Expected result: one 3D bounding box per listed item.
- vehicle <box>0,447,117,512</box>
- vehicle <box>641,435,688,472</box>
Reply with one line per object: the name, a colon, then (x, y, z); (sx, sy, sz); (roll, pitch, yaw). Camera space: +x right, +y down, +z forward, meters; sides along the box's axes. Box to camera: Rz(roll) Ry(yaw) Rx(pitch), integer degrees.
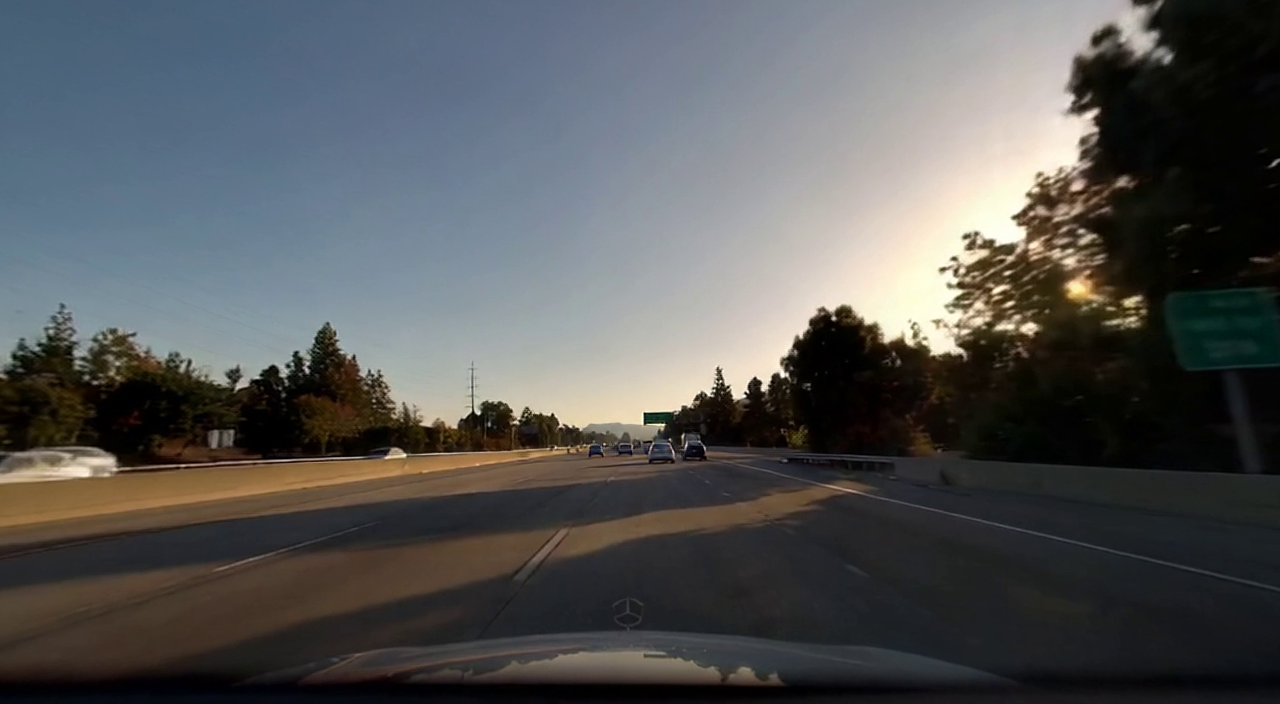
vehicle: (-21.128, 4.131, 20.744); (2.588, 1.981, 6.134); (0, -8, 0)
vehicle: (1.230, 5.378, 33.592); (2.260, 1.766, 4.348); (0, -8, -1)
